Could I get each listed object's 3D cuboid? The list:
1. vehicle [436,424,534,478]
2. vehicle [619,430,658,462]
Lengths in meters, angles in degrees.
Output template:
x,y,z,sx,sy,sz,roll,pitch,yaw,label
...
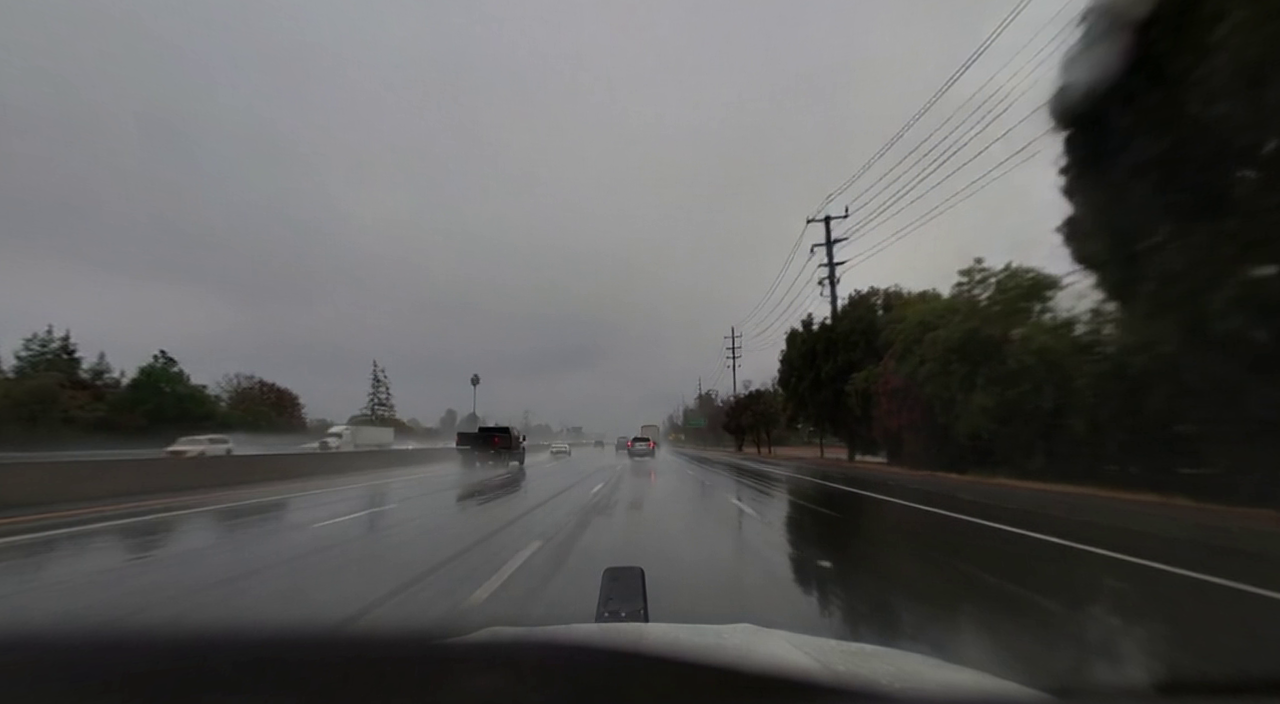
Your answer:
x,y,z,sx,sy,sz,roll,pitch,yaw,label
-6.335,4.149,26.794,2.460,1.992,6.474,0,-8,0,vehicle
-0.032,6.263,42.136,2.448,2.025,5.193,-1,-8,1,vehicle
